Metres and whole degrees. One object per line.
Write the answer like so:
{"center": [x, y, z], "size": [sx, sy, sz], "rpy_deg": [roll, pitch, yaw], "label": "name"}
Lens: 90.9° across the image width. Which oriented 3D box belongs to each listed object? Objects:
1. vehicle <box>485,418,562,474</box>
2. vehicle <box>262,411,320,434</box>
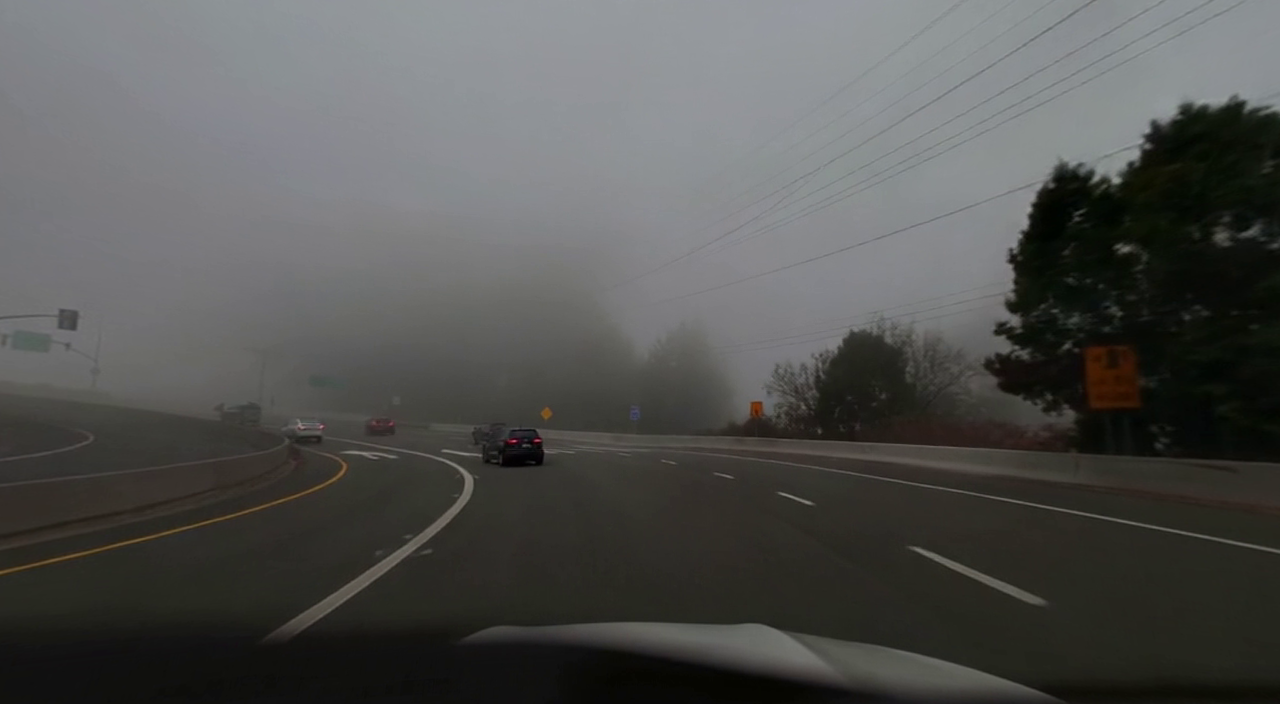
{"center": [-4.149, 3.248, 21.926], "size": [2.140, 1.724, 4.304], "rpy_deg": [2, -9, -16], "label": "vehicle"}
{"center": [-26.162, 5.323, 47.265], "size": [4.623, 1.501, 2.033], "rpy_deg": [-7, -11, 37], "label": "vehicle"}
